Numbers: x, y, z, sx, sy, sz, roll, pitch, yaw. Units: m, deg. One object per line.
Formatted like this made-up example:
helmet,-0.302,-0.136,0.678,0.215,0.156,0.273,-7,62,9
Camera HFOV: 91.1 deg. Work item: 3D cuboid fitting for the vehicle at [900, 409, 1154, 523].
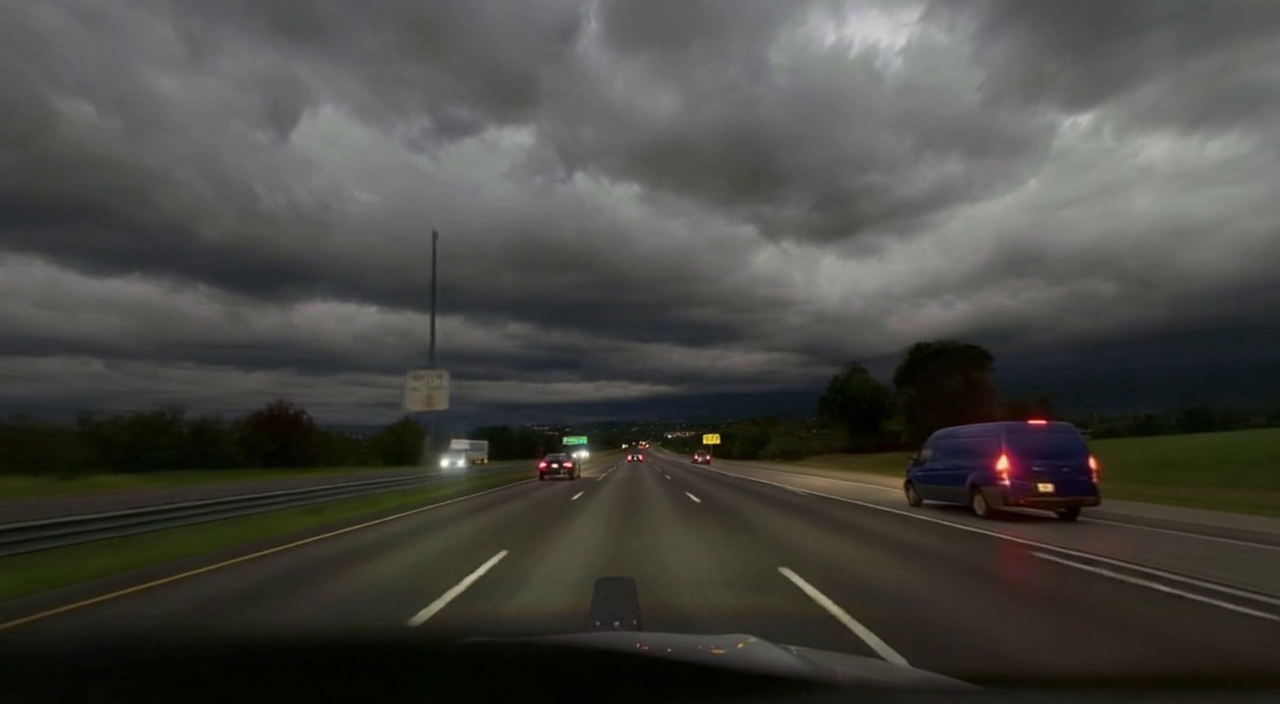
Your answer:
vehicle,7.745,2.358,13.424,2.133,1.933,4.986,0,-9,-1

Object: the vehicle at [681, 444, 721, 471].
vehicle,3.951,6.932,41.395,2.069,1.625,4.832,0,-9,-1

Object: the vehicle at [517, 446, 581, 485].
vehicle,-3.862,4.891,27.485,2.160,1.530,4.500,0,-9,0
